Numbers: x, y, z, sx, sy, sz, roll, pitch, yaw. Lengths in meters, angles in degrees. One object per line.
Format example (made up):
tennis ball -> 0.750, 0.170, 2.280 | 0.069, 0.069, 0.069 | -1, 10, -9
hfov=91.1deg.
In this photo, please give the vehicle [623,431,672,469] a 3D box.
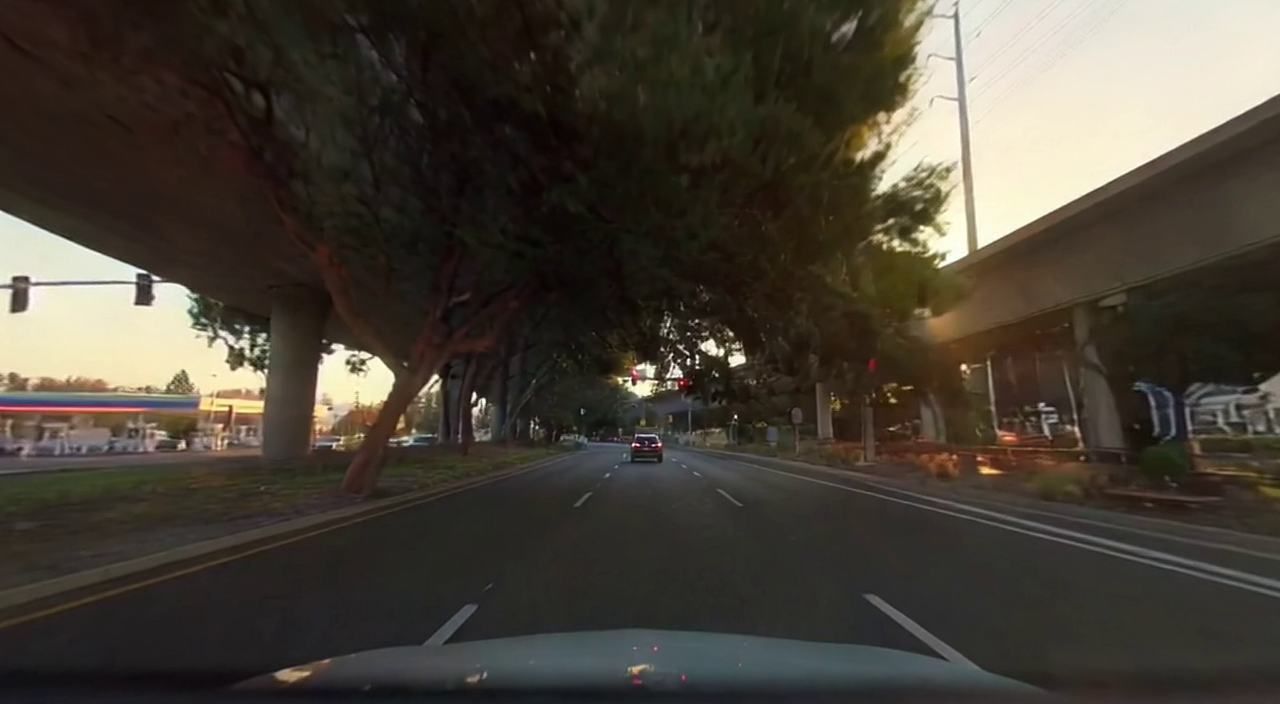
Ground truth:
vehicle -> 0.261, 4.529, 29.090 | 2.074, 1.631, 3.793 | 0, -8, -2
